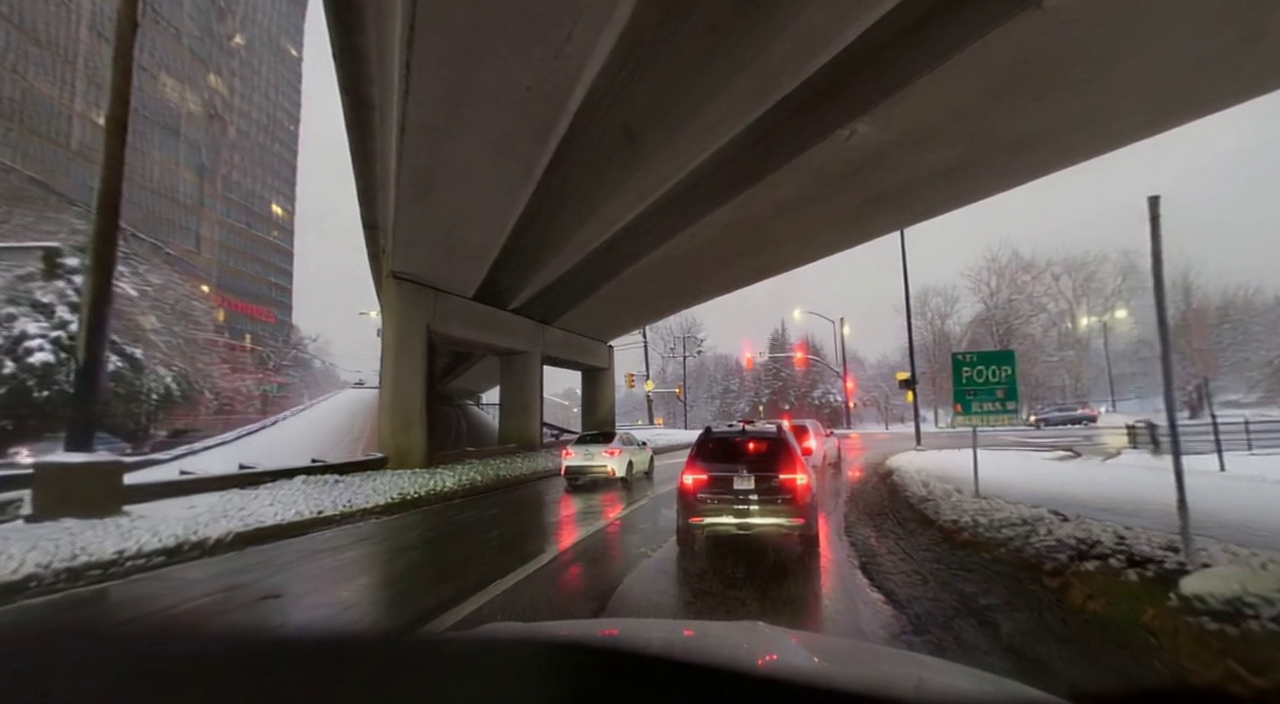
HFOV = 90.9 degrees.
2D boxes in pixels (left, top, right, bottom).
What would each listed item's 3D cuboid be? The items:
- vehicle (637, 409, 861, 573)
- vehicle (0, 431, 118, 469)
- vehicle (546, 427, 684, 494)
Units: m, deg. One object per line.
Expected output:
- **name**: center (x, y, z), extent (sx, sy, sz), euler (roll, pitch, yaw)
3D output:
- **vehicle**: center (1.469, 1.689, 8.487), extent (2.195, 1.571, 4.353), euler (-2, -9, 11)
- **vehicle**: center (-33.221, 5.504, 35.382), extent (5.457, 2.021, 2.213), euler (2, -9, -14)
- **vehicle**: center (-0.465, 2.851, 16.960), extent (2.214, 1.519, 4.704), euler (-3, -9, 18)
